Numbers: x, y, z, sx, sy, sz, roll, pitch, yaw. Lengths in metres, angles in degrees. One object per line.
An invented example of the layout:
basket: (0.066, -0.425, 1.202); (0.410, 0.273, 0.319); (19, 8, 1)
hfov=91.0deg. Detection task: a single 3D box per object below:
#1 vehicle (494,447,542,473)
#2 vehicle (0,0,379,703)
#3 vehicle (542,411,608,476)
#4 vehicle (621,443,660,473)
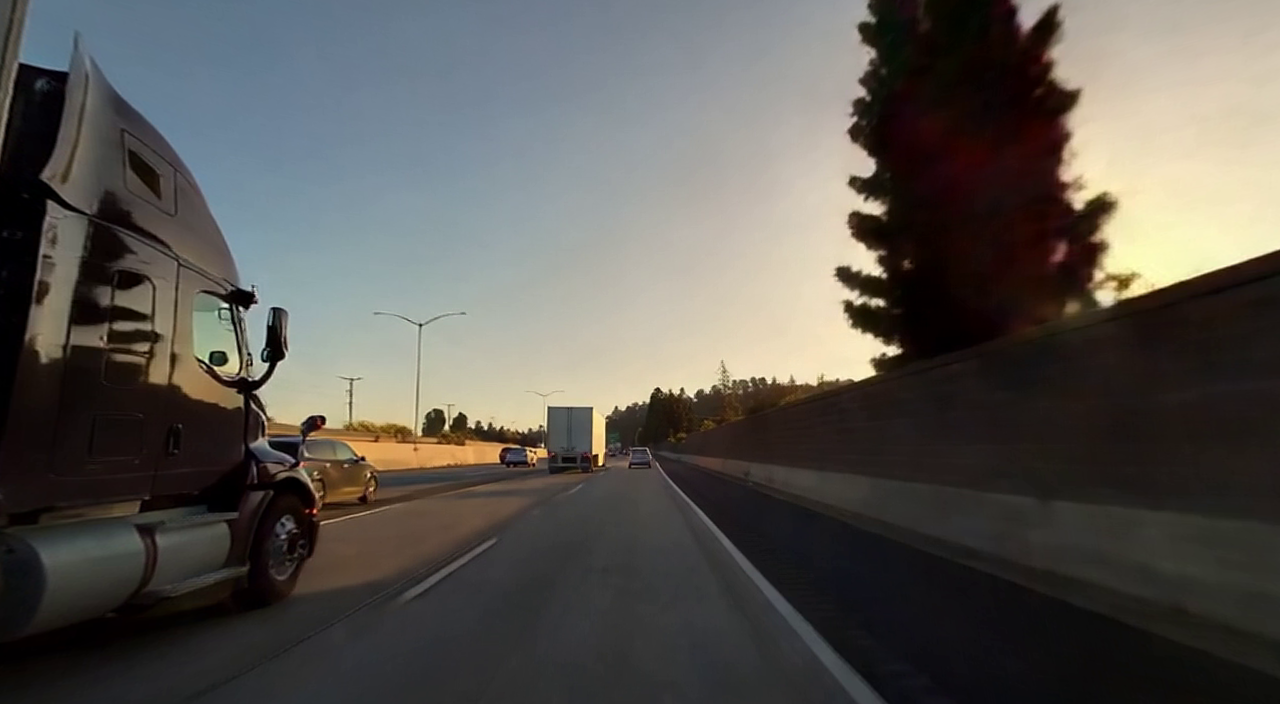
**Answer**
vehicle: (-7.249, 6.456, 37.841); (1.962, 1.489, 4.002); (0, -9, 1)
vehicle: (-3.712, -0.089, 0.281); (3.025, 3.266, 9.256); (0, -9, 1)
vehicle: (-3.627, 5.490, 37.676); (2.956, 3.331, 9.575); (0, -9, 0)
vehicle: (0.037, 6.201, 37.110); (2.178, 1.640, 4.071); (0, -9, 1)
